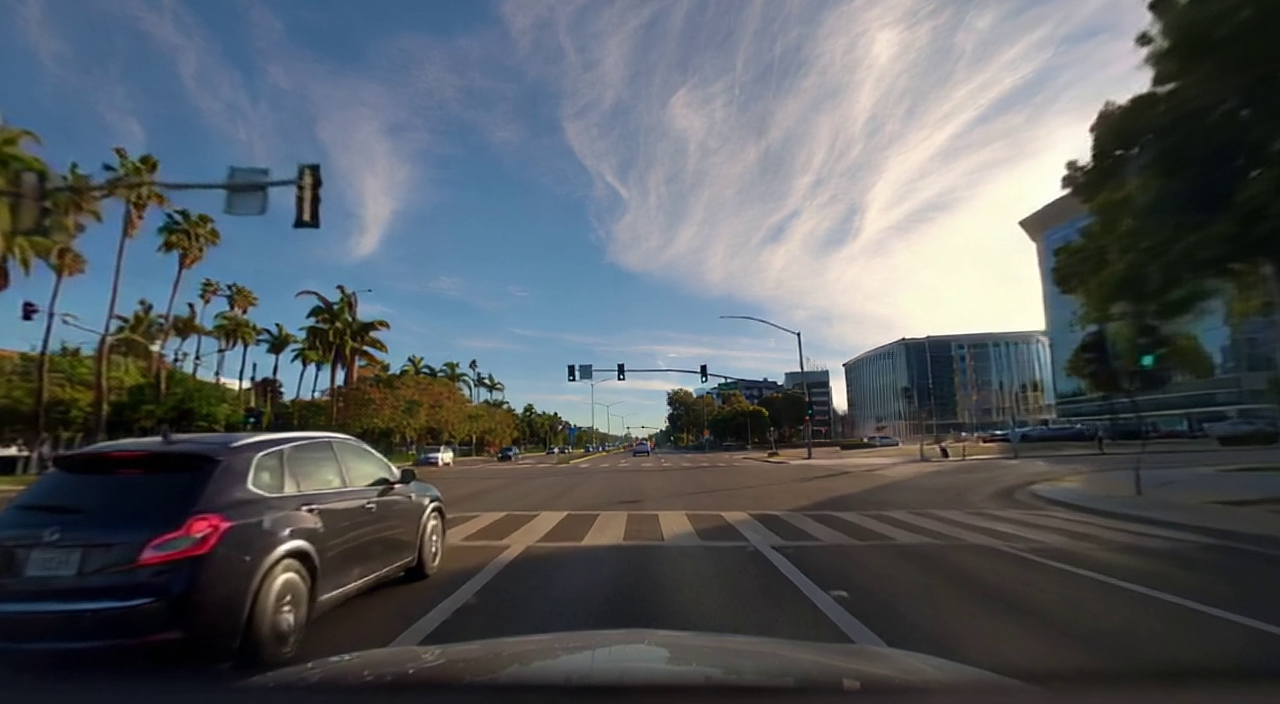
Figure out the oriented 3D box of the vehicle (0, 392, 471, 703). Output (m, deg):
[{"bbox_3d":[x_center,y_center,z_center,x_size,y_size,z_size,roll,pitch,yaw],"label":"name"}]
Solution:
[{"bbox_3d":[-3.081,1.278,4.825,2.162,1.549,4.795,0,-8,1],"label":"vehicle"}]
